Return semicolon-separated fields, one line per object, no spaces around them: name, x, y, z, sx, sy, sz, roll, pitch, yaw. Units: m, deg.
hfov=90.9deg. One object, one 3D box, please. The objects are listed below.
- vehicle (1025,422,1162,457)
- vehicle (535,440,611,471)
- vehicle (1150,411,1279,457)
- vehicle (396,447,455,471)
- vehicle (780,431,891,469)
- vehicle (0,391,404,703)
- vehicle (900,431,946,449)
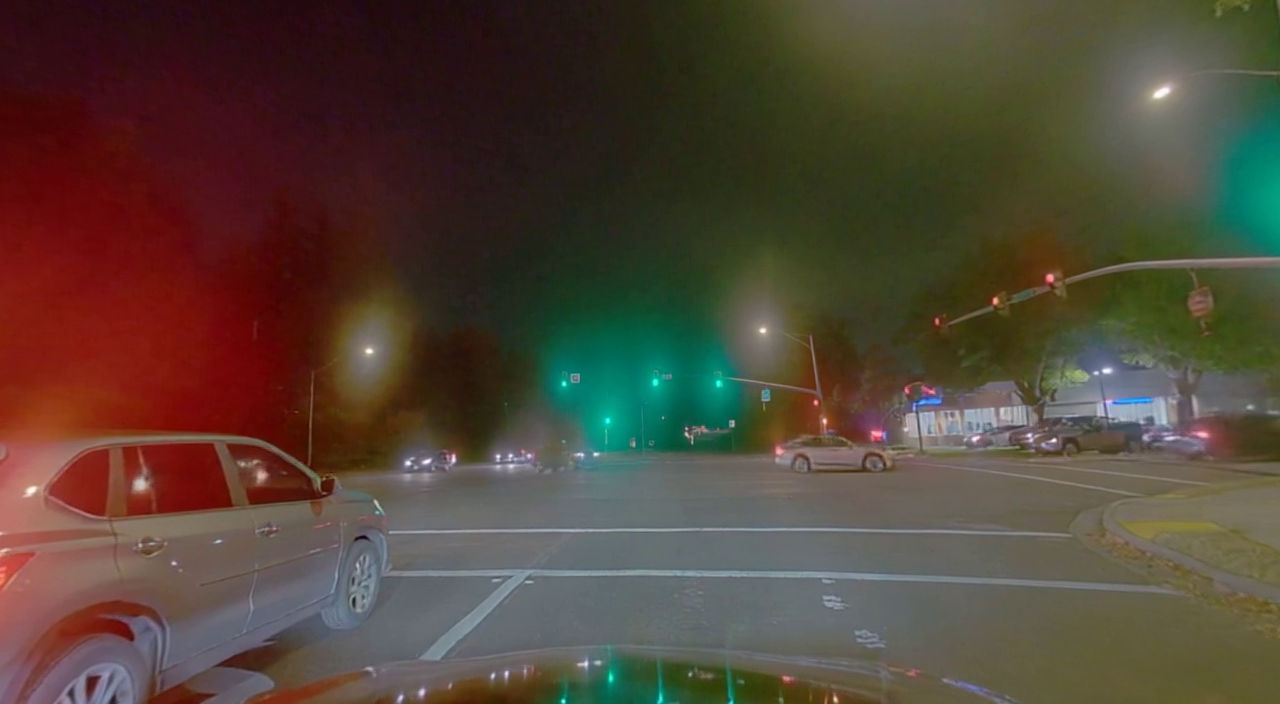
vehicle;19.894;3.861;27.750;4.552;1.492;2.002;0;-9;-4
vehicle;-3.513;5.269;32.329;1.841;1.450;4.364;6;-11;-37
vehicle;23.124;3.174;24.245;5.268;1.687;1.942;0;-8;0
vehicle;-13.980;6.975;41.405;1.921;1.480;4.652;-1;-8;4
vehicle;8.114;4.065;26.192;4.180;1.478;1.986;-3;-9;20
vehicle;-2.951;0.988;2.744;1.924;1.482;4.734;0;-8;1
vehicle;22.432;6.988;49.877;1.930;1.410;4.313;-8;-12;43
